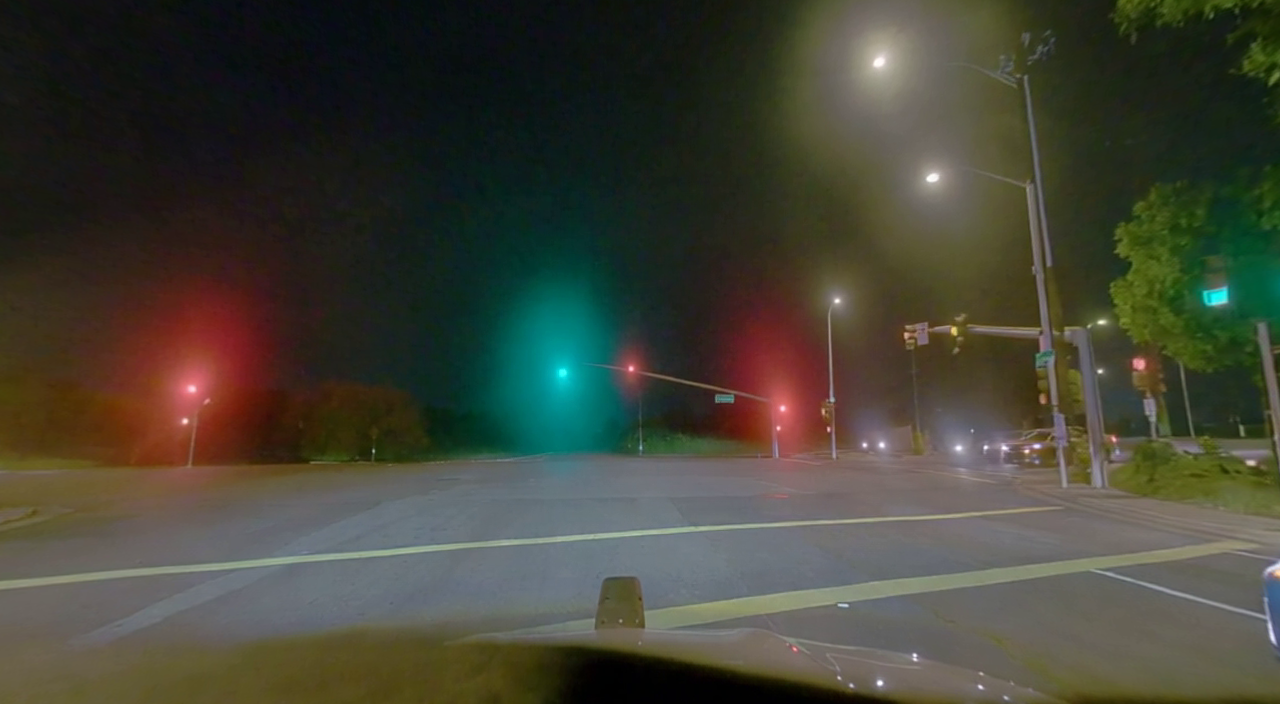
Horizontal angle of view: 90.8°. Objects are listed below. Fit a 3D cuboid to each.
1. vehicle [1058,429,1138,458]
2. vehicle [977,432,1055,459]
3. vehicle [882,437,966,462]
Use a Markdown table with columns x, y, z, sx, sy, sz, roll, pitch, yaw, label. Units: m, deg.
| x | y | z | sx | sy | sz | roll | pitch | yaw | label |
| --- | --- | --- | --- | --- | --- | --- | --- | --- | --- |
| 36.097 | 7.205 | 49.735 | 6.148 | 2.119 | 2.473 | 4 | -10 | -28 | vehicle |
| 26.955 | 6.729 | 45.262 | 5.032 | 1.828 | 2.183 | 4 | -9 | -24 | vehicle |
| 18.707 | 6.425 | 41.620 | 5.234 | 1.549 | 1.982 | 4 | -9 | -24 | vehicle |
